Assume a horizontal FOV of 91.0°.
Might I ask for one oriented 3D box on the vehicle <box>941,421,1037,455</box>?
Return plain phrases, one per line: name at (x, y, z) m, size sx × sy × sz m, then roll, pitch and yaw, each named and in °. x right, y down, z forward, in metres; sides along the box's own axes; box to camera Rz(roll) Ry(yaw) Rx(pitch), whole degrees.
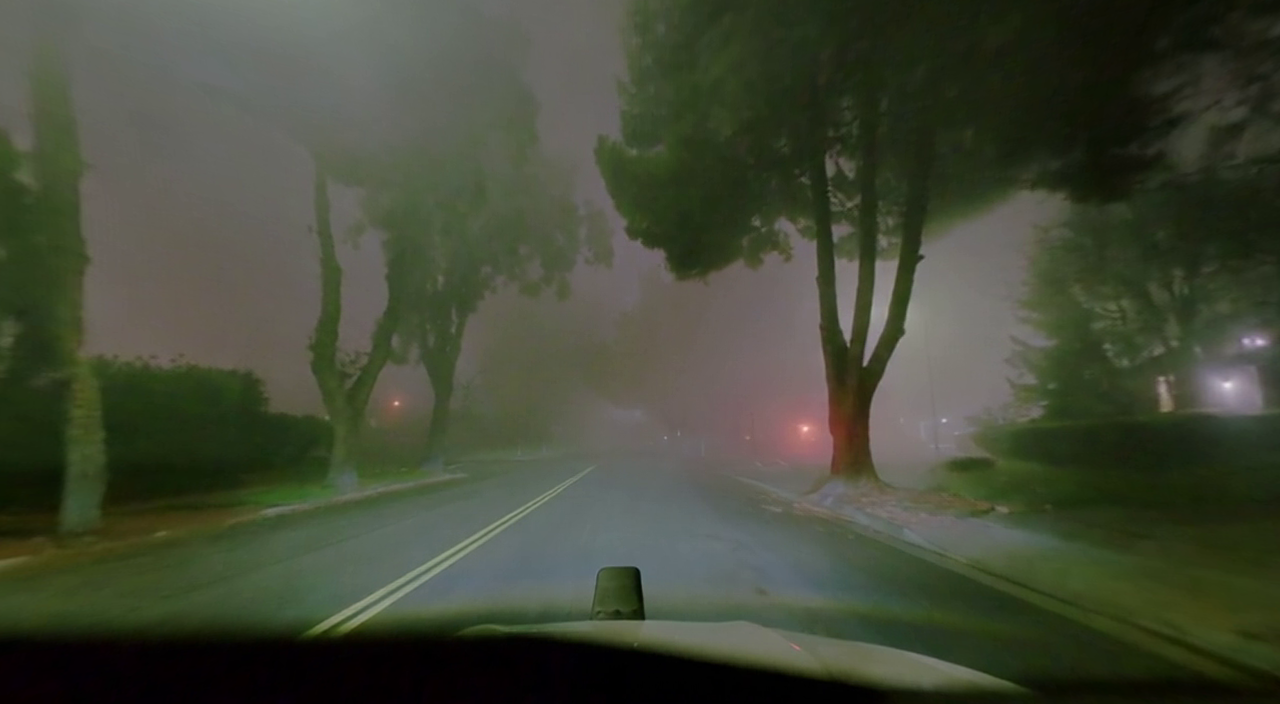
vehicle at (16.397, 4.116, 29.918) m, size 1.783 × 1.431 × 4.757 m, roll 0°, pitch -8°, yaw -1°
